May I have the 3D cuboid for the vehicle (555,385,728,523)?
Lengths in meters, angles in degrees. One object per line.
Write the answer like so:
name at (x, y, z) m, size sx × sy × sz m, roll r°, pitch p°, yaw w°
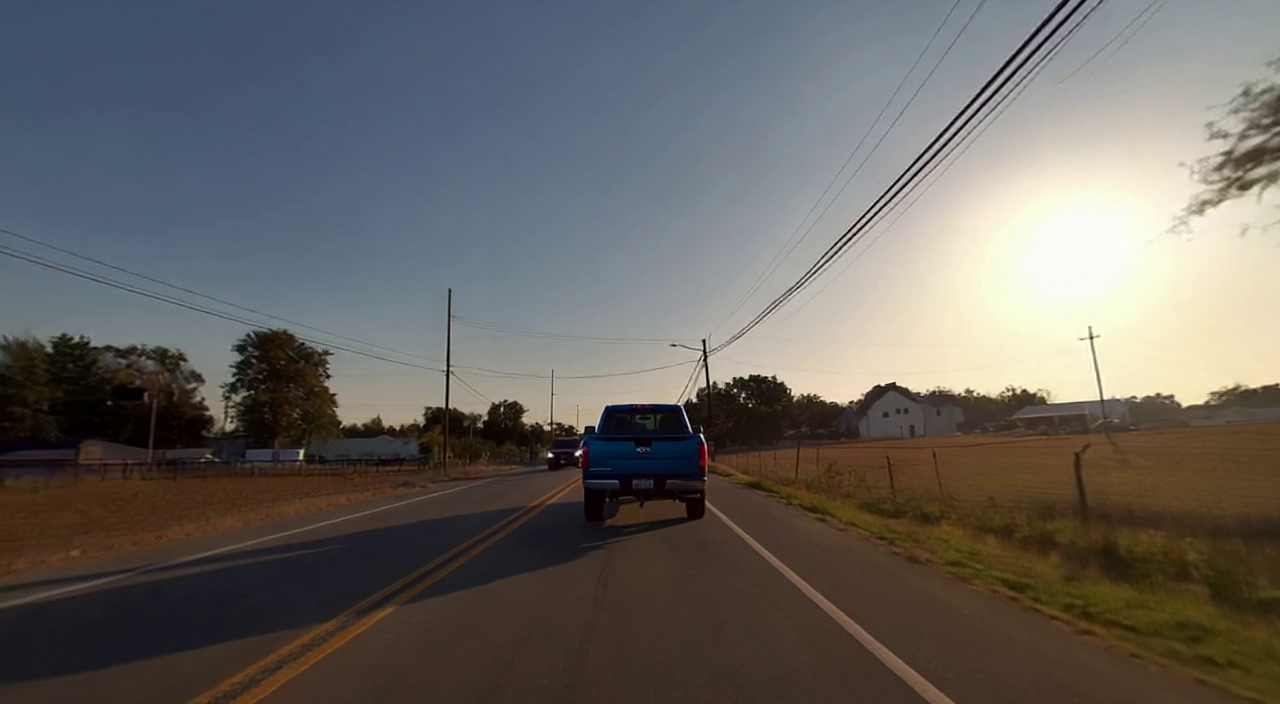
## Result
vehicle at (-0.039, 2.256, 14.382) m, size 2.912 × 2.320 × 7.292 m, roll 0°, pitch -8°, yaw -1°
